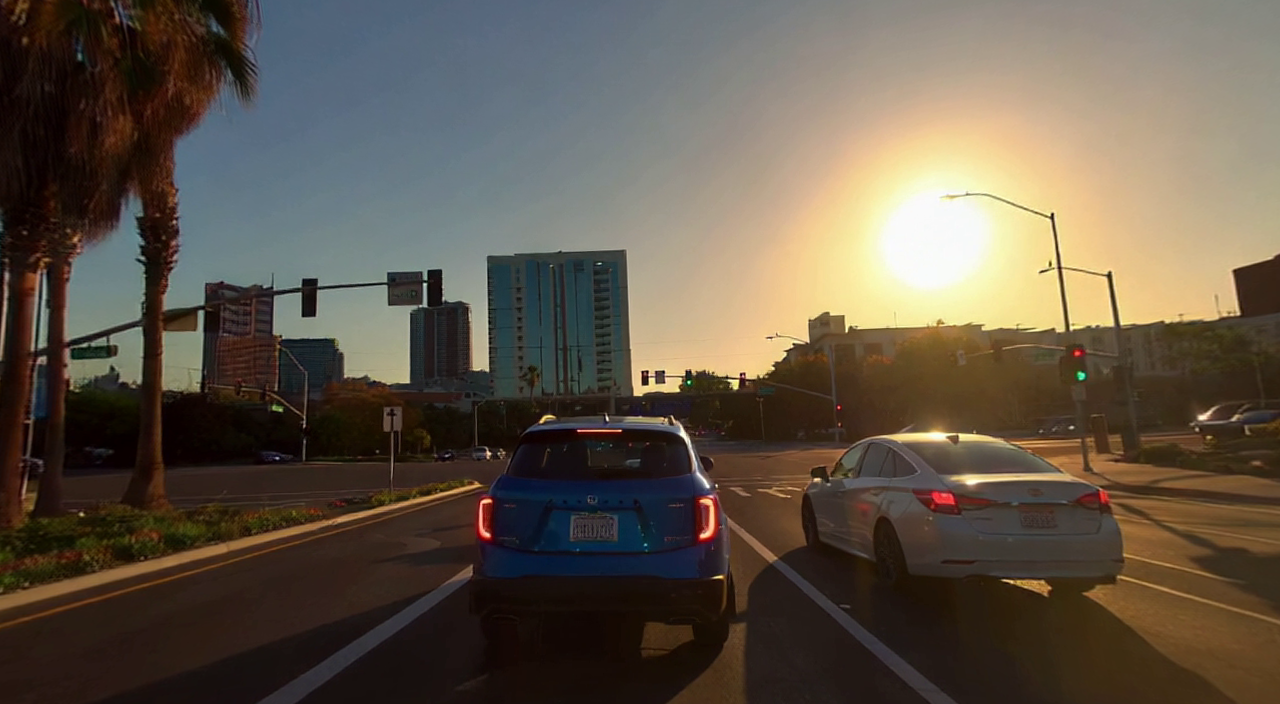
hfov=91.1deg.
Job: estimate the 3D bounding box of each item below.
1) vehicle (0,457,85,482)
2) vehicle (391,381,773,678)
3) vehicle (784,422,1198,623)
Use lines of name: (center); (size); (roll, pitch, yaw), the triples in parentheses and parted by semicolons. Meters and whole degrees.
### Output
vehicle: (-45.442, 8.822, 47.248); (5.347, 1.785, 2.123); (0, -8, 2)
vehicle: (-0.334, 1.313, 5.695); (2.172, 1.694, 4.055); (0, -8, 0)
vehicle: (3.118, 1.603, 6.953); (1.971, 1.473, 4.495); (0, -8, 0)
